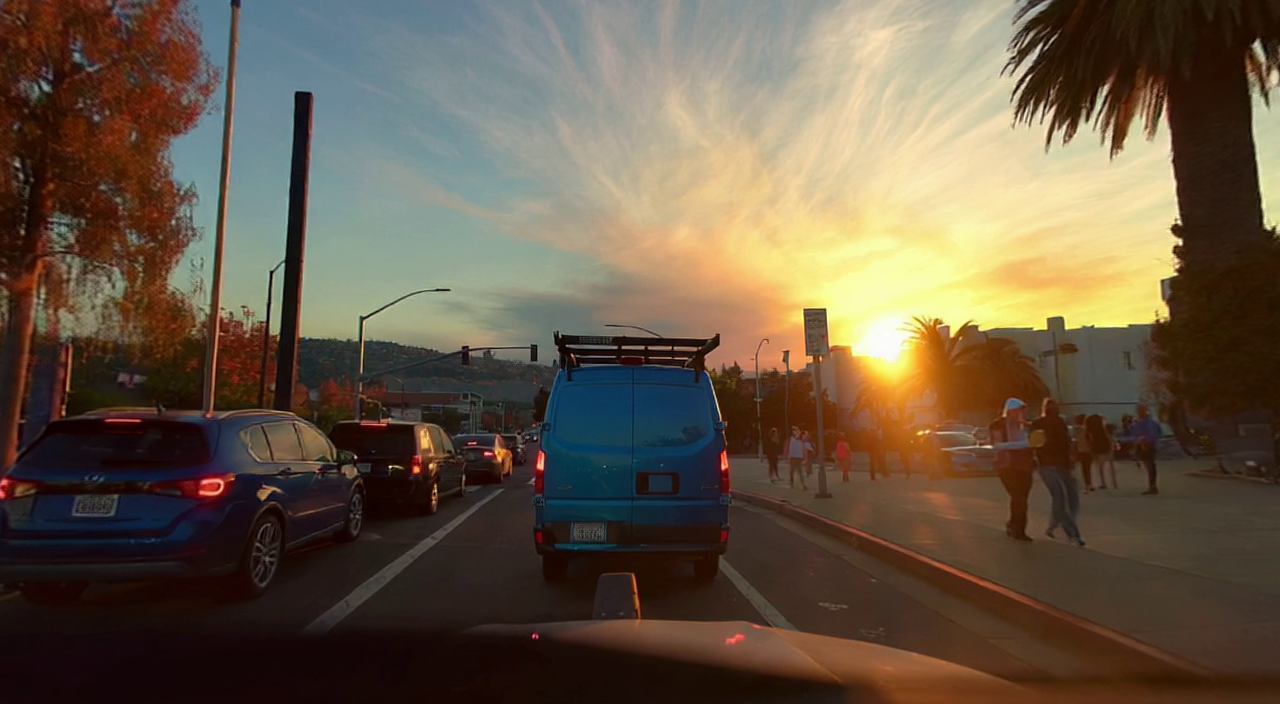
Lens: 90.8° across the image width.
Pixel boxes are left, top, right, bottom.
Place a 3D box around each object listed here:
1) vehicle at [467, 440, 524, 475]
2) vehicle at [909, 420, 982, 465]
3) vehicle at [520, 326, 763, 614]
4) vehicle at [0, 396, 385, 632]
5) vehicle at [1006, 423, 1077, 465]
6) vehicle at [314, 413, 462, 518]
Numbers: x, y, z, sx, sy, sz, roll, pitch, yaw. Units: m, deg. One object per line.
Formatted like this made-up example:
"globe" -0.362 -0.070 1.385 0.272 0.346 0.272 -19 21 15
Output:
"vehicle" -6.837 4.887 29.569 1.818 1.479 4.428 4 -9 -22
"vehicle" 12.659 3.754 26.047 2.046 1.675 3.924 -6 -10 33
"vehicle" -0.200 1.224 7.178 1.902 2.238 4.263 1 -9 -6
"vehicle" -4.398 1.467 6.670 1.986 1.643 4.315 1 -9 -6
"vehicle" 15.753 3.614 24.706 2.048 1.475 3.972 -6 -11 34
"vehicle" -5.213 2.413 13.890 2.089 1.854 5.022 2 -9 -11
